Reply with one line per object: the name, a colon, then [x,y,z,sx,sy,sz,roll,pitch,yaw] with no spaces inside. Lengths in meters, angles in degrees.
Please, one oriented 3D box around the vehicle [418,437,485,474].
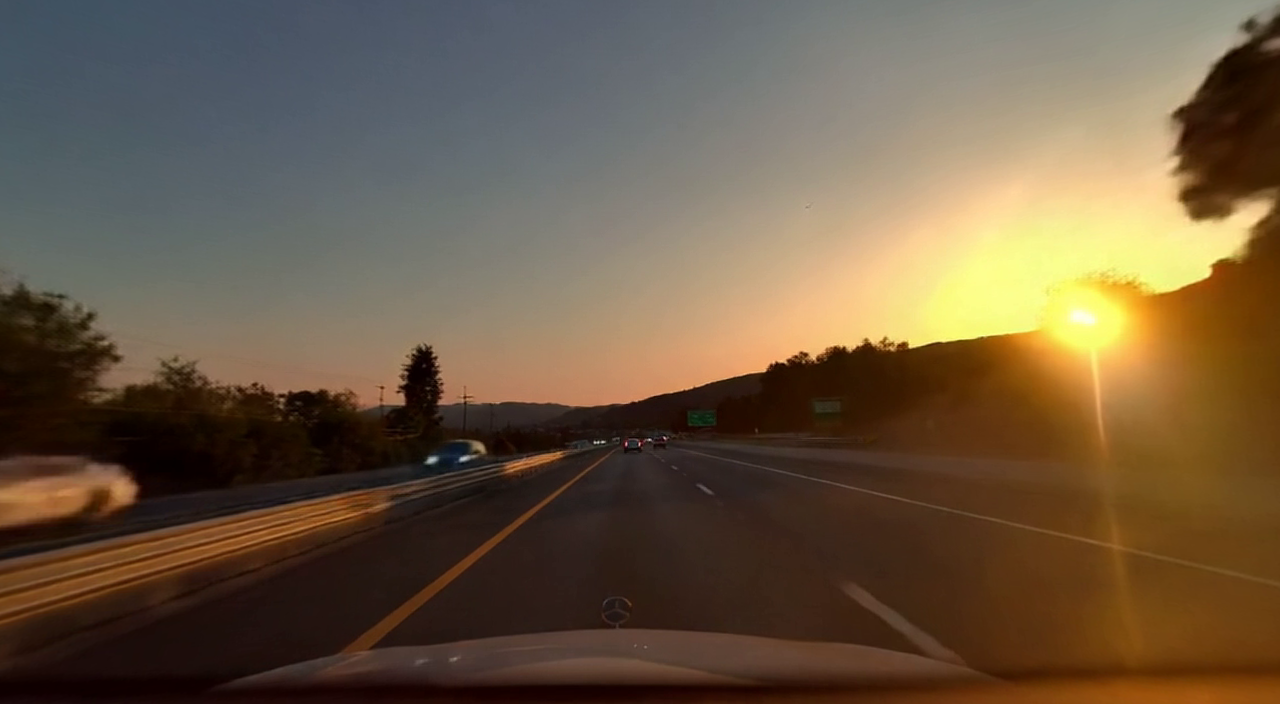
vehicle: [-9.115,4.999,30.886,1.983,1.630,4.308,0,-8,-1]
